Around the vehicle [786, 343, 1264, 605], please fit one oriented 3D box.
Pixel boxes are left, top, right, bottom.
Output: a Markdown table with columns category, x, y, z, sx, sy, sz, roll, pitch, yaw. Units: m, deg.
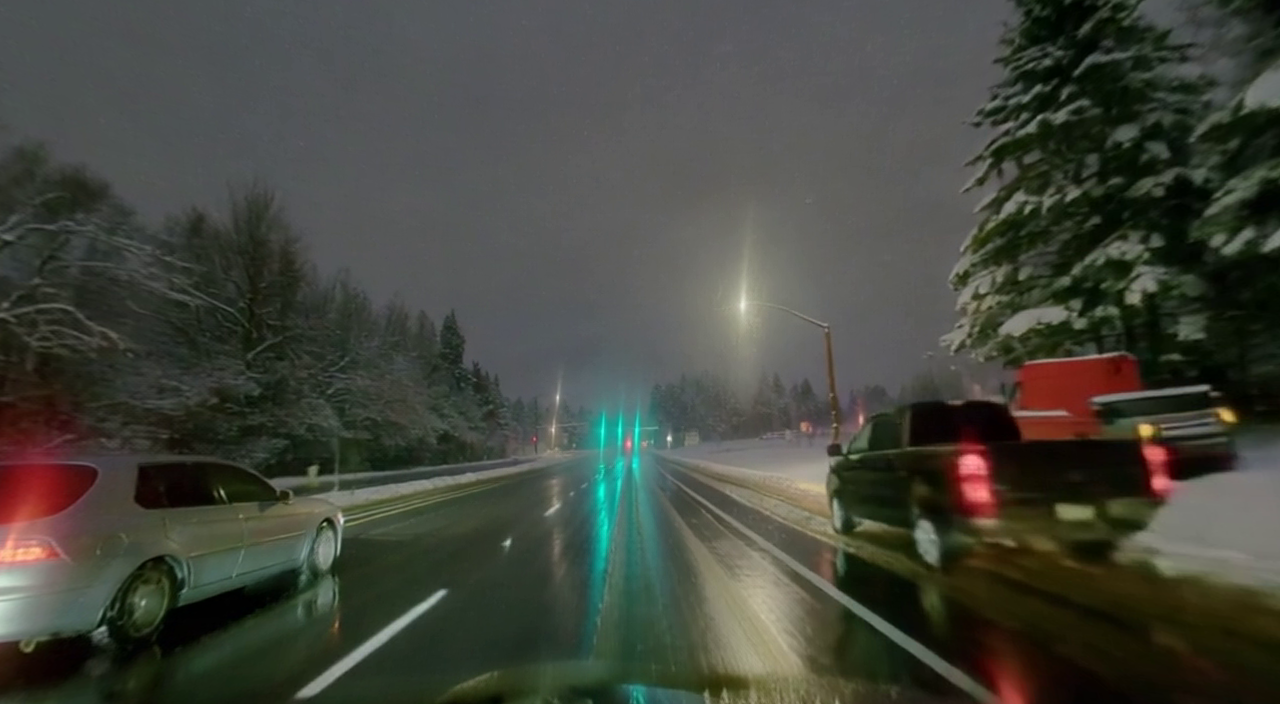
| category | x | y | z | sx | sy | sz | roll | pitch | yaw |
| --- | --- | --- | --- | --- | --- | --- | --- | --- | --- |
| vehicle | 4.318 | 1.604 | 9.319 | 2.554 | 2.388 | 6.973 | 0 | -8 | -1 |

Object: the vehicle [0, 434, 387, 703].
| category | x | y | z | sx | sy | sz | roll | pitch | yaw |
| --- | --- | --- | --- | --- | --- | --- | --- | --- | --- |
| vehicle | -3.987 | 1.455 | 5.331 | 1.946 | 1.437 | 4.154 | 0 | -8 | 0 |
